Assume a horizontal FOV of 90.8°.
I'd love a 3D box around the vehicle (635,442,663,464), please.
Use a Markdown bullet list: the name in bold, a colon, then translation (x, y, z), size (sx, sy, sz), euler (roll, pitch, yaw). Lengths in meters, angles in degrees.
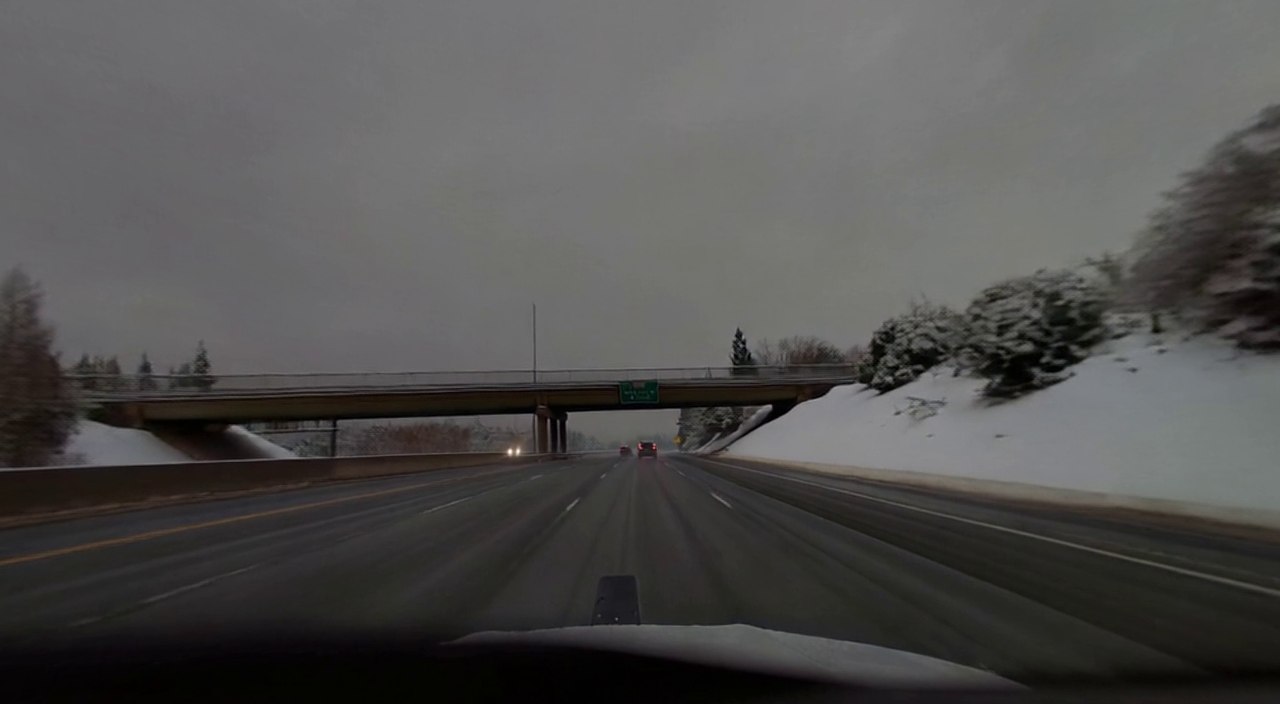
- **vehicle**: translation (0.622, 7.315, 45.846), size (1.970, 1.477, 4.158), euler (0, -9, 0)
